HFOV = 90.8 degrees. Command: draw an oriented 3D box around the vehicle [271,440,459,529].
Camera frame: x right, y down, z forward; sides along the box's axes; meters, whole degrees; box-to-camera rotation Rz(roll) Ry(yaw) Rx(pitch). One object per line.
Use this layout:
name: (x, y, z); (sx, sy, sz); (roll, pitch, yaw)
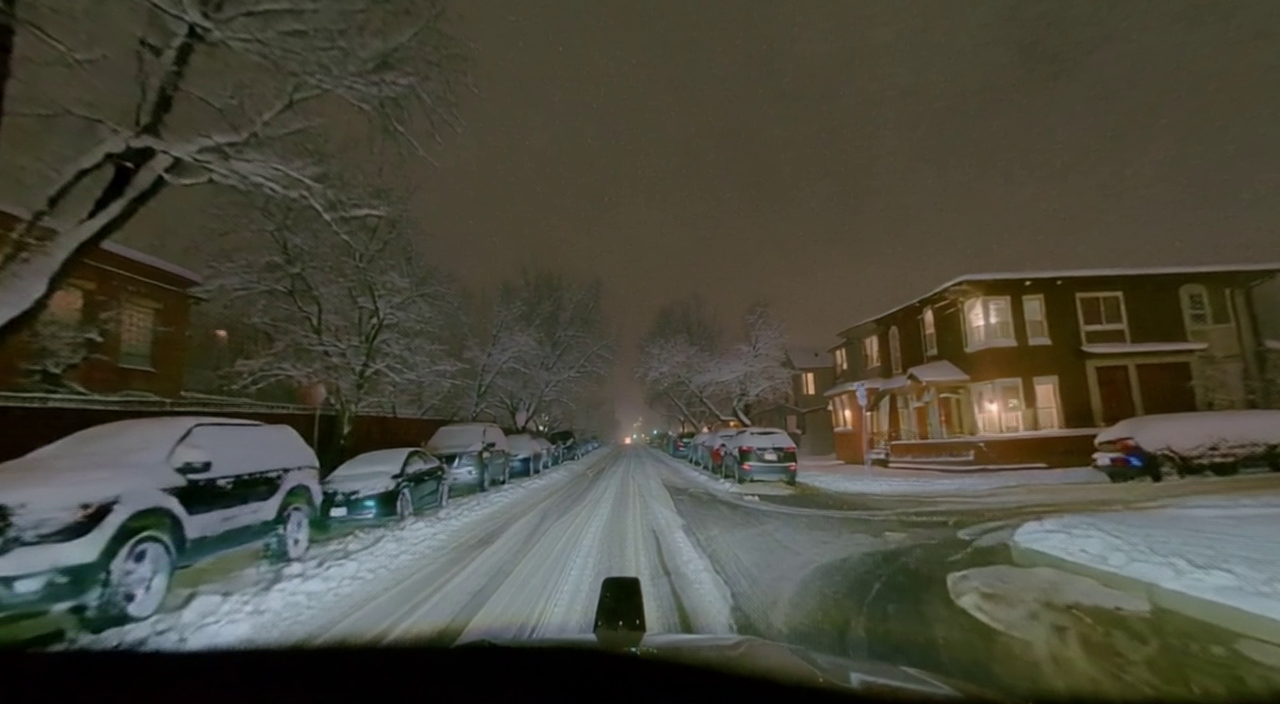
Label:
vehicle: (-5.275, 2.549, 12.927); (1.858, 1.456, 4.587); (0, -8, -1)

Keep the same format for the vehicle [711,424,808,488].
vehicle: (3.498, 3.135, 19.478); (1.994, 1.710, 4.699); (0, -8, -1)

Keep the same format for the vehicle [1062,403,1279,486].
vehicle: (11.381, 1.858, 12.768); (4.336, 1.520, 1.876); (0, -8, -2)

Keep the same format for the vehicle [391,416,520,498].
vehicle: (-5.352, 3.127, 19.291); (2.390, 2.123, 5.371); (0, -8, -1)

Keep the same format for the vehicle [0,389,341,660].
vehicle: (-5.299, 1.507, 6.746); (2.042, 1.850, 4.758); (0, -8, -3)
